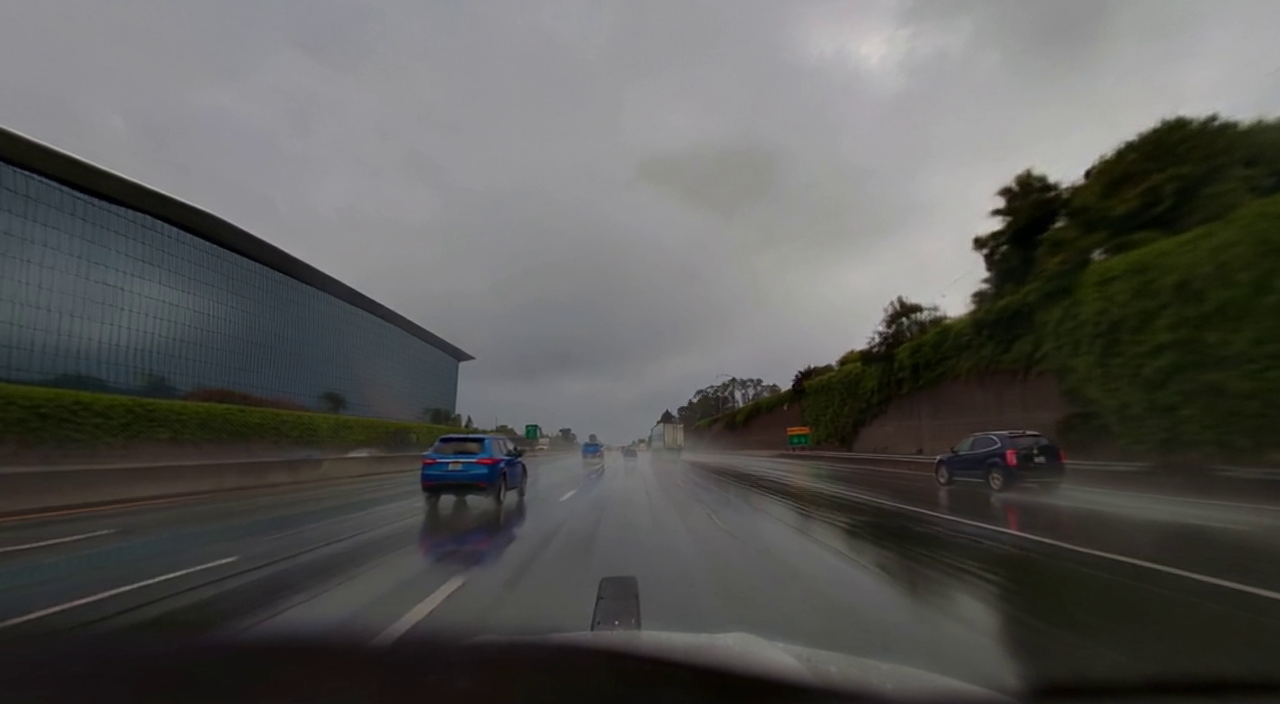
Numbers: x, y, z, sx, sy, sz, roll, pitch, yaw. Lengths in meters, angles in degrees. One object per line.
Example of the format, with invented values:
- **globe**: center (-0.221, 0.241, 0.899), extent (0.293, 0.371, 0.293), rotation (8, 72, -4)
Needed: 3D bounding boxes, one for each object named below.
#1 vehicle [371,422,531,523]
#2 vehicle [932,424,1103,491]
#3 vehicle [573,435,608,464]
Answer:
- **vehicle**: center (-3.615, 2.406, 13.054), extent (2.039, 1.710, 4.237), rotation (0, -9, -1)
- **vehicle**: center (11.444, 3.267, 19.756), extent (2.089, 1.787, 5.080), rotation (0, -9, -2)
- **vehicle**: center (-3.646, 7.346, 47.720), extent (2.284, 2.022, 5.752), rotation (0, -9, -1)
